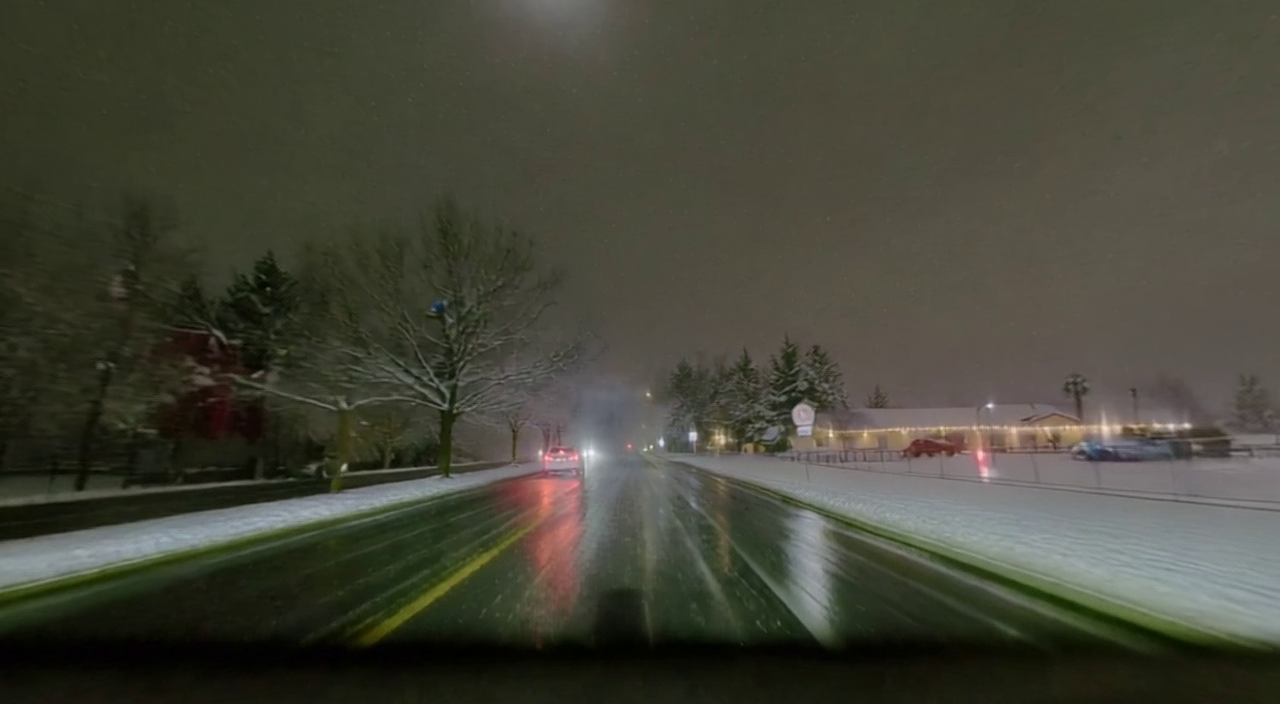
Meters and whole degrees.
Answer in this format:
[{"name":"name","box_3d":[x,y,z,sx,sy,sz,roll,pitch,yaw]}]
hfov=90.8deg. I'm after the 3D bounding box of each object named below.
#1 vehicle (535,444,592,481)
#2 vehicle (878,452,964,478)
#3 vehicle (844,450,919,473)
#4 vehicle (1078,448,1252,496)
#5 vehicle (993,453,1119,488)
[{"name":"vehicle","box_3d":[-3.364,4.939,28.517,2.030,1.550,3.925,0,-8,1]},{"name":"vehicle","box_3d":[16.583,6.684,37.429,4.172,1.407,1.931,1,-9,-7]},{"name":"vehicle","box_3d":[16.291,7.377,42.691,4.226,1.499,1.943,1,-9,-10]},{"name":"vehicle","box_3d":[18.526,4.210,22.441,4.520,1.557,2.056,1,-9,-6]},{"name":"vehicle","box_3d":[17.948,5.113,27.338,4.230,1.384,1.882,1,-9,-7]}]
